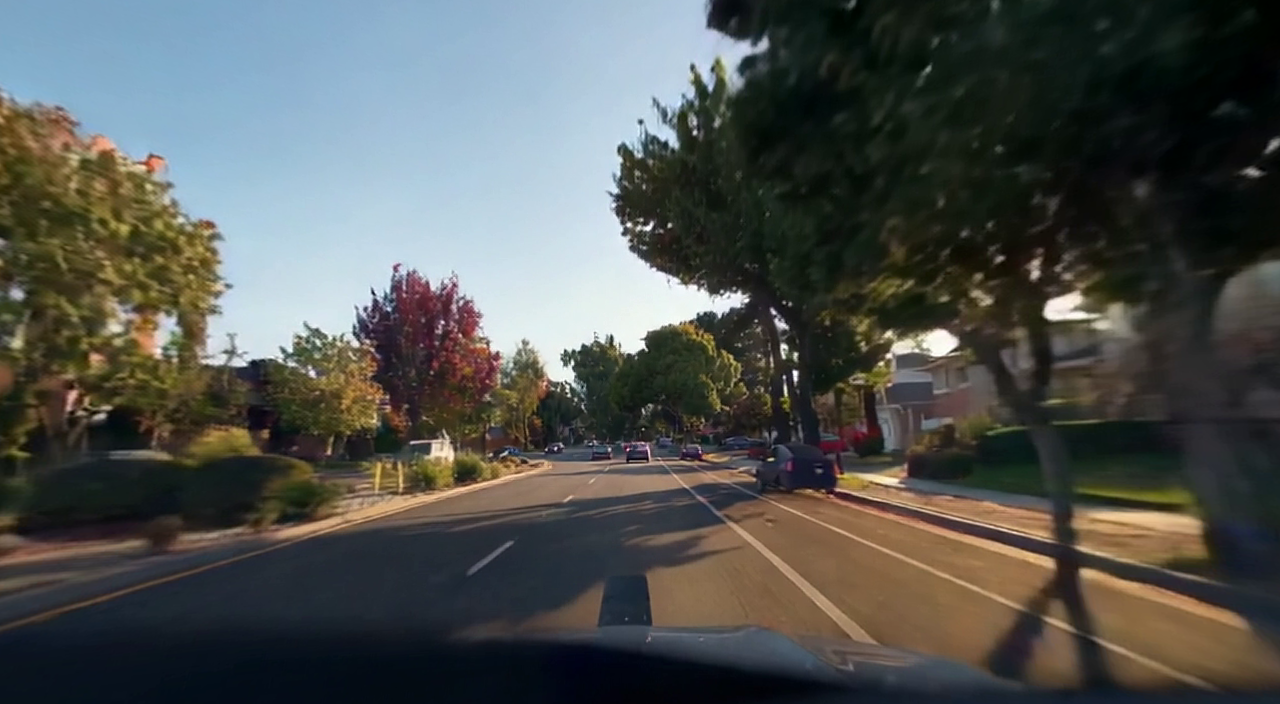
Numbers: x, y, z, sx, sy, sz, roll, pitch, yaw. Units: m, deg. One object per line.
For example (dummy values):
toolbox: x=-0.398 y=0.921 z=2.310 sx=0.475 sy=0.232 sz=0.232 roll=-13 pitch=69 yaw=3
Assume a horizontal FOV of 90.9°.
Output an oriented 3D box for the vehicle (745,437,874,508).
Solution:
vehicle: x=4.107 y=2.975 z=16.093 sx=2.045 sy=1.517 sz=4.394 roll=0 pitch=-8 yaw=0

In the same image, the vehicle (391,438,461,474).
vehicle: x=-11.058 y=5.392 z=32.915 sx=2.007 sy=1.689 sz=4.541 roll=-1 pitch=-8 yaw=0

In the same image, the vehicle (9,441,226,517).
vehicle: x=-14.360 y=3.448 z=17.848 sx=2.035 sy=1.683 sz=4.898 roll=-4 pitch=-8 yaw=0

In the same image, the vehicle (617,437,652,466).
vehicle: x=-0.368 y=6.056 z=38.395 sx=2.024 sy=1.655 sz=4.301 roll=0 pitch=-8 yaw=-1
